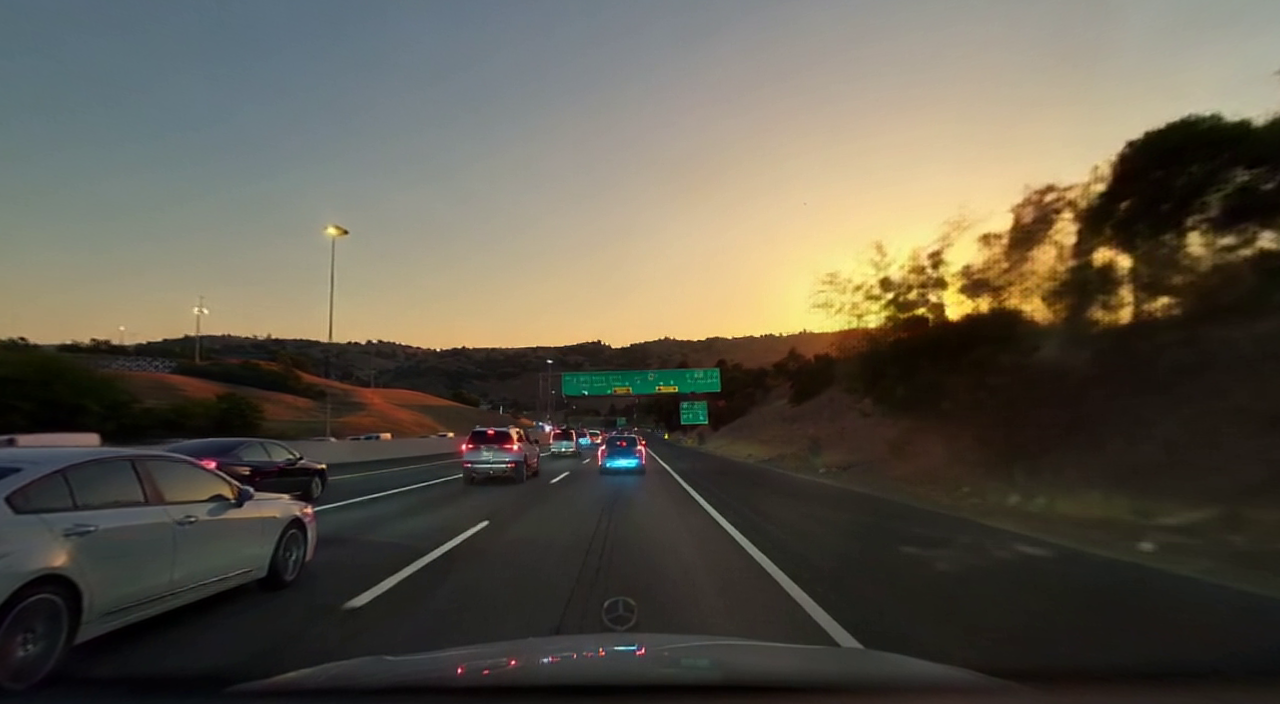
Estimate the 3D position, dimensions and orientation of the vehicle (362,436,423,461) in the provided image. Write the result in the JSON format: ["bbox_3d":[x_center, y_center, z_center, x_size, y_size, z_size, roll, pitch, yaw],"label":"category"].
[{"bbox_3d":[-15.776,6.149,40.400,2.037,1.505,4.644,0,-8,0],"label":"vehicle"}]

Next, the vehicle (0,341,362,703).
[{"bbox_3d":[-3.877,1.008,4.181,2.107,1.703,4.274,0,-8,0],"label":"vehicle"}]

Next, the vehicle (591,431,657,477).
[{"bbox_3d":[-0.529,3.492,21.865,2.070,1.452,3.834,0,-8,-1],"label":"vehicle"}]

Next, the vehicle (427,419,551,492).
[{"bbox_3d":[-3.853,2.736,17.020,2.154,1.690,4.595,0,-8,1],"label":"vehicle"}]
